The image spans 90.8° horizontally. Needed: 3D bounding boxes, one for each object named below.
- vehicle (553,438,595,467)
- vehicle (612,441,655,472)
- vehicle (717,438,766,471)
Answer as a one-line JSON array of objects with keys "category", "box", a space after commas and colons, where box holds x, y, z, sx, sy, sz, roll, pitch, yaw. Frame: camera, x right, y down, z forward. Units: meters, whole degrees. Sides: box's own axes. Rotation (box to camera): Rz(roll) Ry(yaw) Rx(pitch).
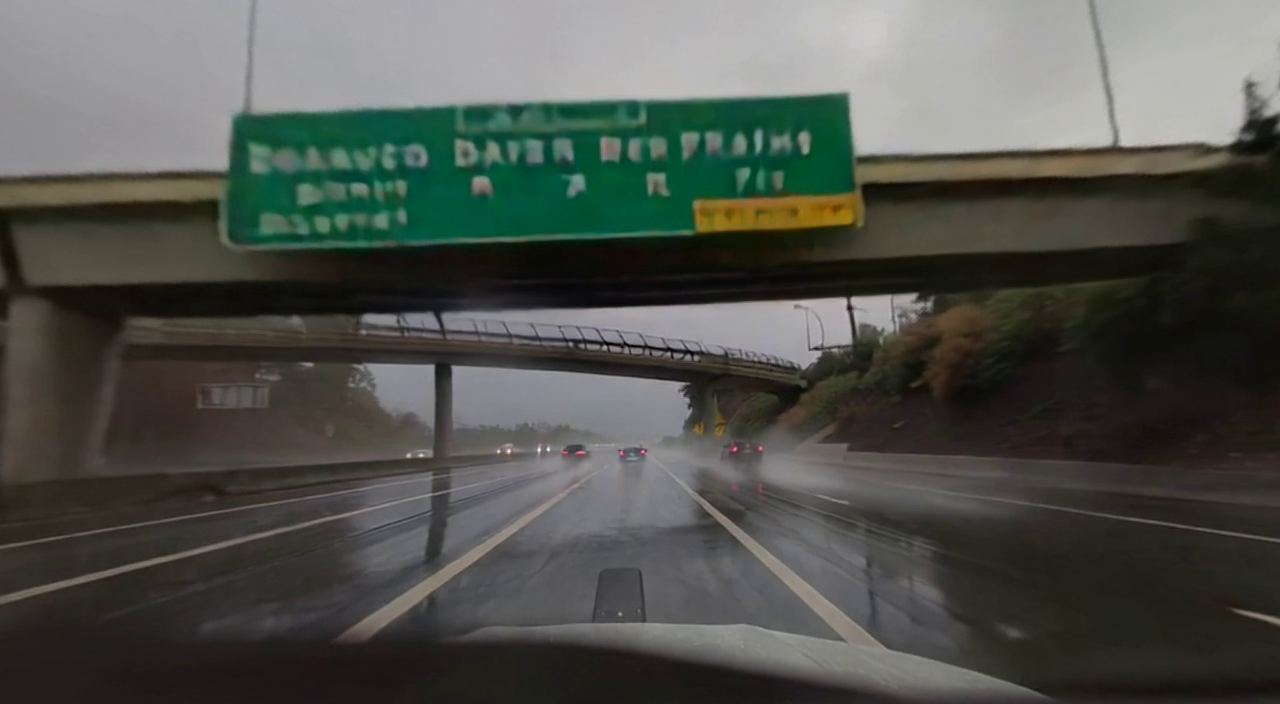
[{"category": "vehicle", "box": [-4.163, 6.401, 40.453, 2.113, 1.756, 4.471, 0, -9, 1]}, {"category": "vehicle", "box": [-0.310, 5.331, 32.436, 2.075, 1.486, 4.007, 0, -8, 0]}, {"category": "vehicle", "box": [5.371, 5.467, 33.903, 1.936, 1.625, 3.991, 0, -8, 0]}]
